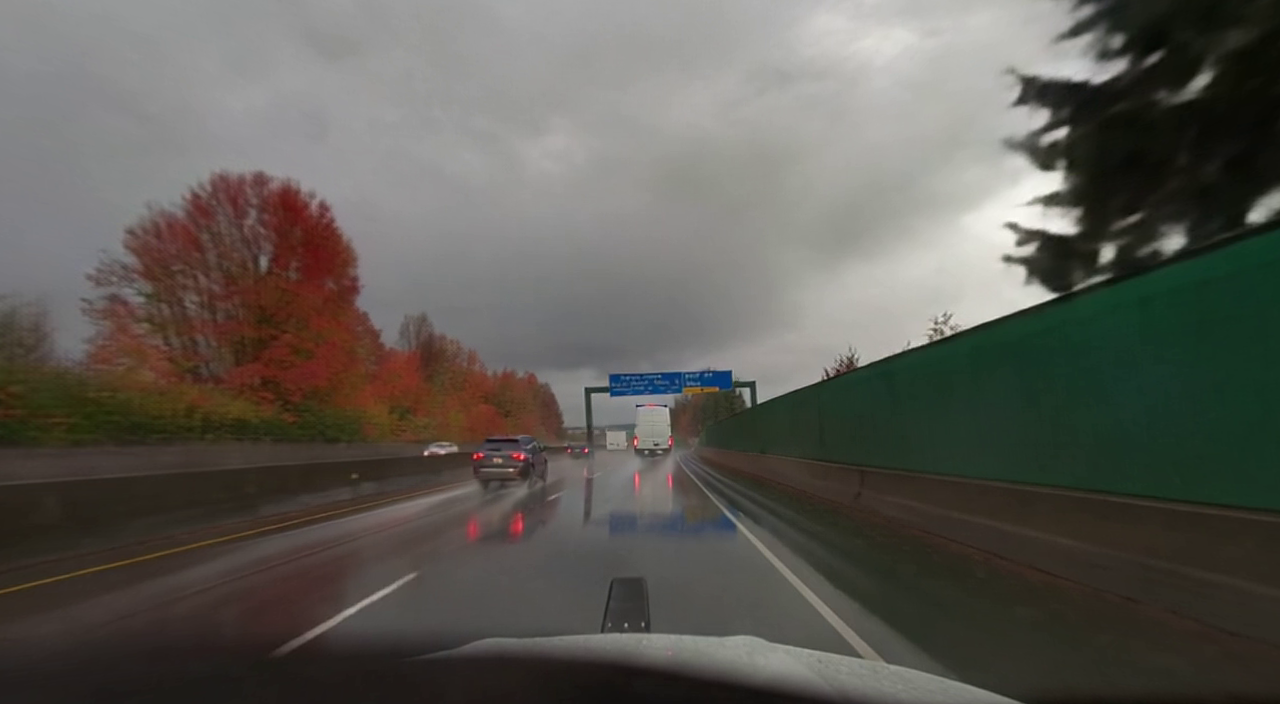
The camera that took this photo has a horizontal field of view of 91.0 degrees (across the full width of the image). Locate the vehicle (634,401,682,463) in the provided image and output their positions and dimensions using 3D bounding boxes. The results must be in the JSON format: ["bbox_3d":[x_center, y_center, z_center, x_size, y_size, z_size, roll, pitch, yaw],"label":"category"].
[{"bbox_3d":[1.205,5.586,43.385,2.933,3.701,10.425,0,-8,1],"label":"vehicle"}]

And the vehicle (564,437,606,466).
[{"bbox_3d":[-3.112,5.729,36.509,1.962,1.575,4.158,0,-8,2],"label":"vehicle"}]

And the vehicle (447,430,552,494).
[{"bbox_3d":[-3.726,2.989,17.440,1.927,1.556,3.921,0,-8,1],"label":"vehicle"}]
